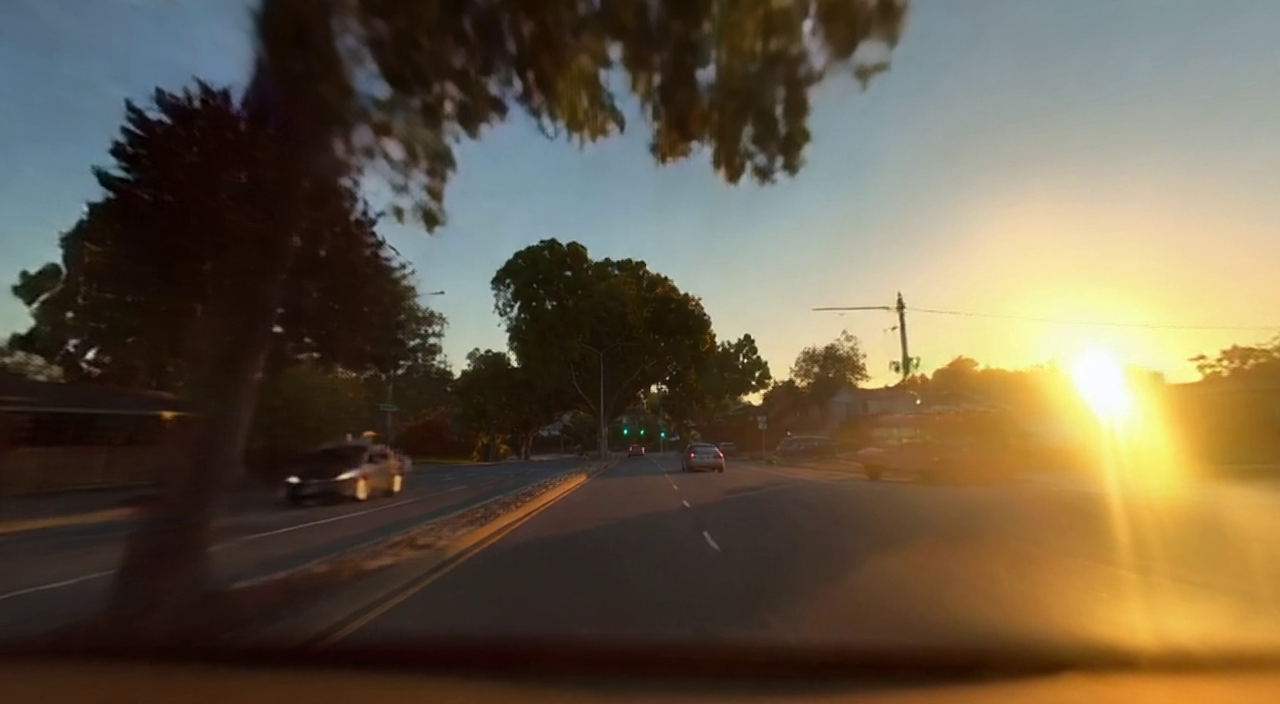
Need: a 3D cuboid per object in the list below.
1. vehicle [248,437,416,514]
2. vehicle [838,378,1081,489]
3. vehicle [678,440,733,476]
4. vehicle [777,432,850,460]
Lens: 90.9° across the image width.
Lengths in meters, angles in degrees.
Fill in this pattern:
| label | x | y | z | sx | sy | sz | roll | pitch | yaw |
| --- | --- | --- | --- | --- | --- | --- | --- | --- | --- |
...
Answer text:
| label | x | y | z | sx | sy | sz | roll | pitch | yaw |
| --- | --- | --- | --- | --- | --- | --- | --- | --- | --- |
| vehicle | -8.051 | 3.247 | 17.137 | 2.178 | 1.761 | 4.724 | 0 | -9 | 0 |
| vehicle | 9.227 | 2.572 | 19.402 | 2.331 | 2.747 | 6.993 | 2 | -9 | -16 |
| vehicle | 2.841 | 4.721 | 28.342 | 1.960 | 1.479 | 4.086 | 0 | -9 | -1 |
| vehicle | 11.583 | 6.319 | 42.318 | 4.202 | 1.794 | 2.063 | 0 | -9 | -1 |
